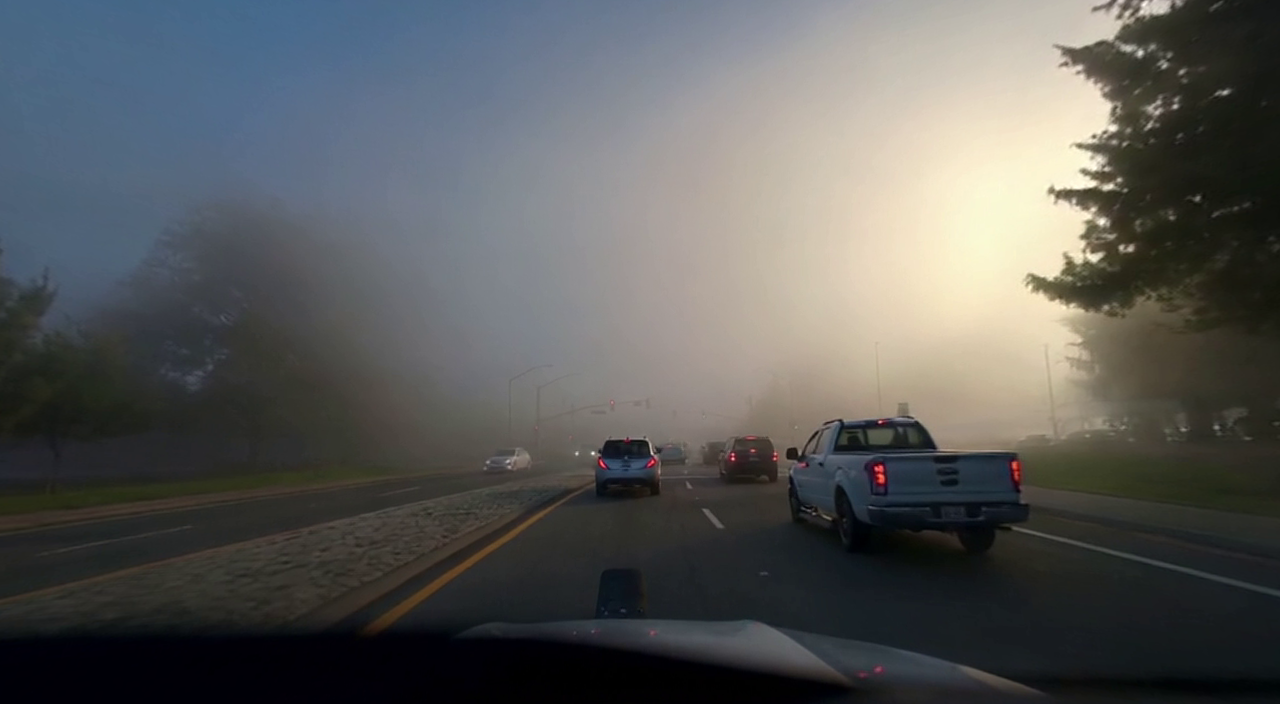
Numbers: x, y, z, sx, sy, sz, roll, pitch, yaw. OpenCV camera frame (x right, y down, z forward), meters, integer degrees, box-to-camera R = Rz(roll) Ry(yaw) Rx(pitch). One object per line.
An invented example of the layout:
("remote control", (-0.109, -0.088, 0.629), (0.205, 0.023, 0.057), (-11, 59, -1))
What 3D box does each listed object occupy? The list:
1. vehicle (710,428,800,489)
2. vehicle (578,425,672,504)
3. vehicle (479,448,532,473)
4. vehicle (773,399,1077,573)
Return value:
("vehicle", (3.899, 3.748, 22.610), (2.317, 1.857, 5.940), (0, -8, 2))
("vehicle", (-0.245, 2.846, 16.352), (2.113, 1.768, 3.901), (0, -8, 3))
("vehicle", (-8.540, 6.890, 40.434), (1.953, 1.476, 4.747), (-1, -9, 6))
("vehicle", (3.404, 1.709, 8.830), (2.114, 1.765, 4.647), (0, -8, 1))
